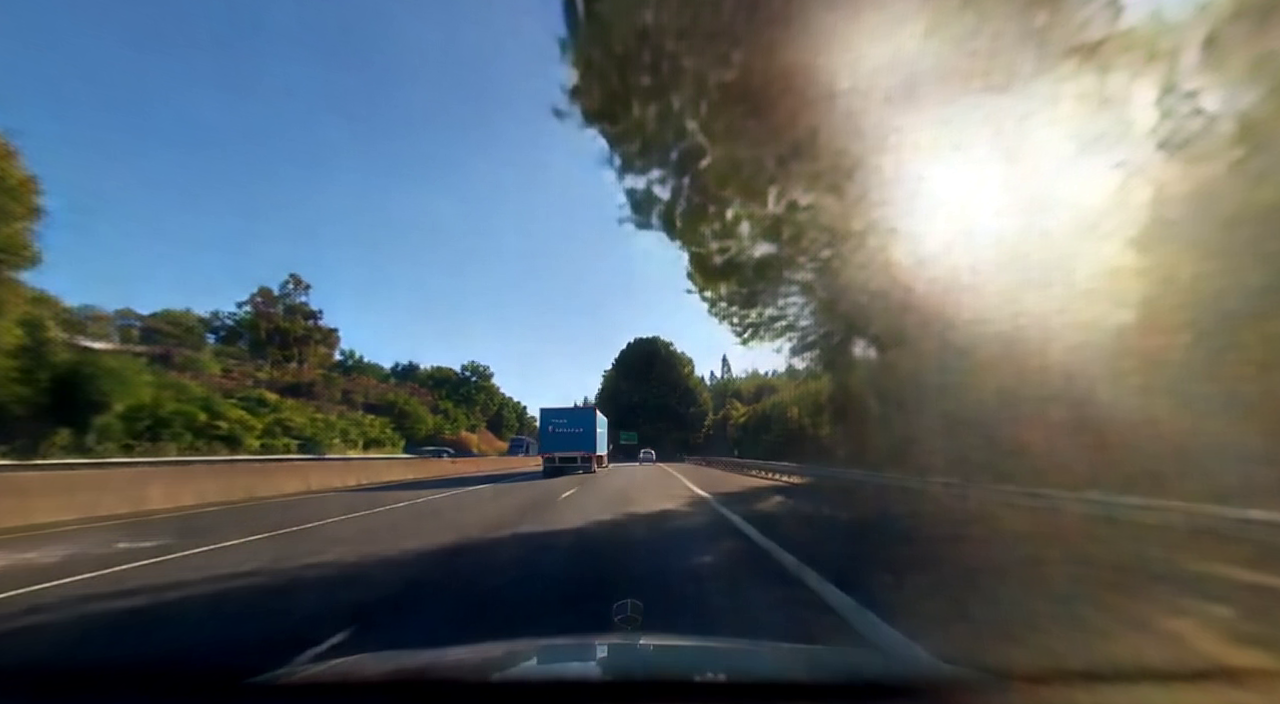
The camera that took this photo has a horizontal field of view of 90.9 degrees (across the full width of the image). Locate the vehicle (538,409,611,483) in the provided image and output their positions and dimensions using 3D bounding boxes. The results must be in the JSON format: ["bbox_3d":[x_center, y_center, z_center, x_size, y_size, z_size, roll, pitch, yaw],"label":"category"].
[{"bbox_3d":[-2.953,4.533,30.482,2.695,3.151,6.885,0,-9,1],"label":"vehicle"}]
